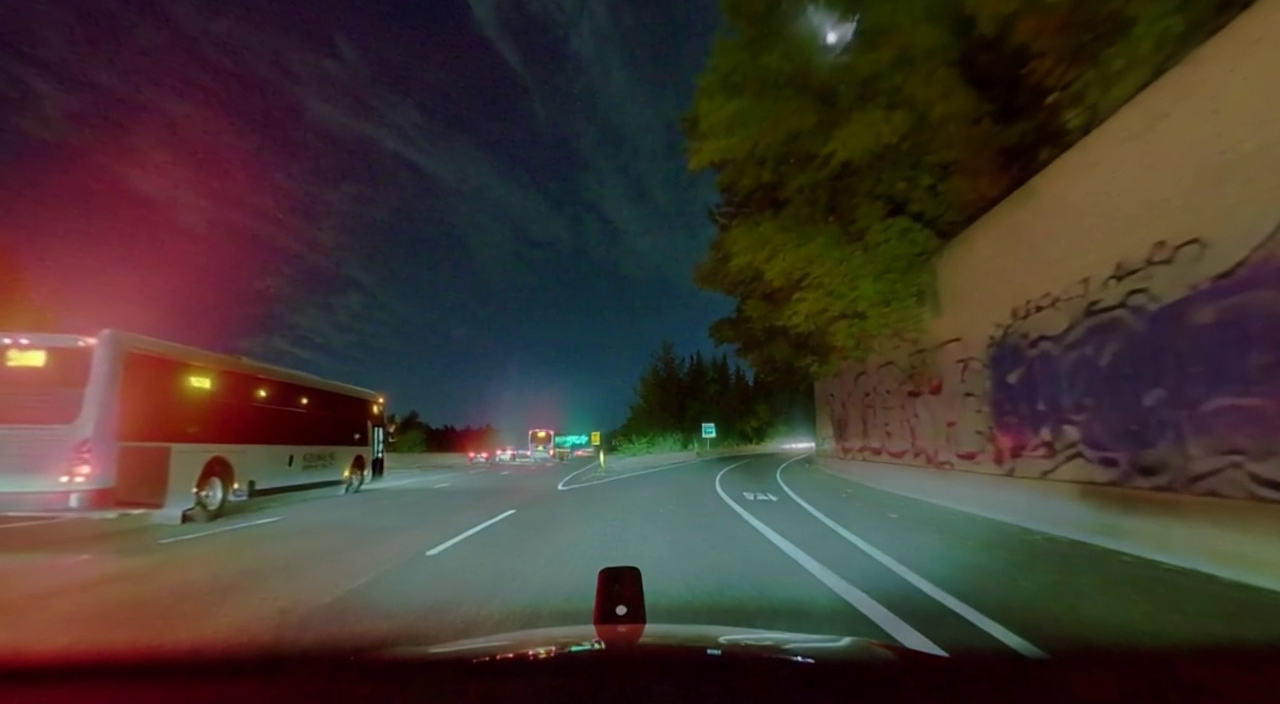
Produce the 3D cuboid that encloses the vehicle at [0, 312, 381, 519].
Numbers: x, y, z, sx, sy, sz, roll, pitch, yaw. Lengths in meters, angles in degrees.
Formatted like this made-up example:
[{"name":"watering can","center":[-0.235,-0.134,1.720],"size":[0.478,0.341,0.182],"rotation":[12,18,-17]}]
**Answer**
[{"name":"vehicle","center":[-11.411,2.068,17.636],"size":[2.986,3.574,13.570],"rotation":[0,-9,-2]}]
